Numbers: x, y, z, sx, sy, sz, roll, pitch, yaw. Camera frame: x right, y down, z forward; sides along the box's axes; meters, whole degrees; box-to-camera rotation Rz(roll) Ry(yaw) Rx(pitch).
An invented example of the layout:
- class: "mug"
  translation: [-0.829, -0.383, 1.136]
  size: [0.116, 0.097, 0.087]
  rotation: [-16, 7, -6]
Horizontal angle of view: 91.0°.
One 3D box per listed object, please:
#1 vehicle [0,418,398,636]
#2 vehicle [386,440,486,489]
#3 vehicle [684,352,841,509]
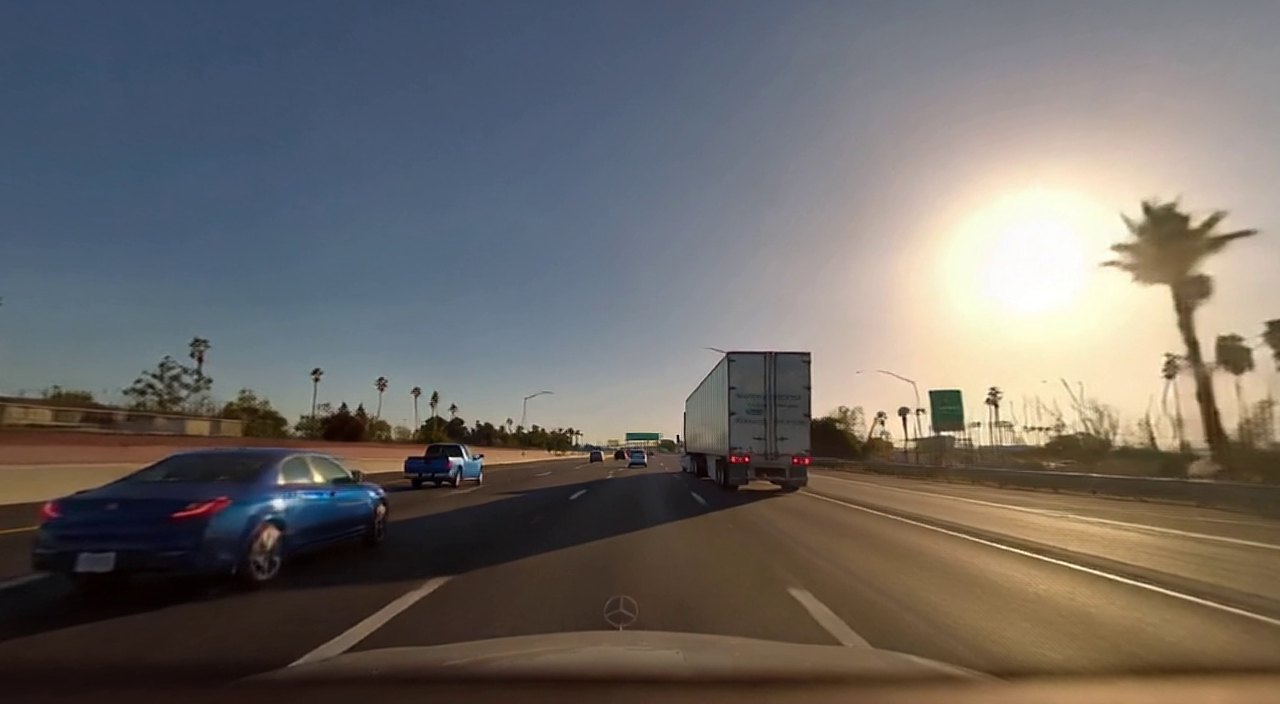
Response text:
- class: "vehicle"
  translation: [-4.448, 1.557, 6.606]
  size: [2.120, 1.537, 4.139]
  rotation: [0, -9, 0]
- class: "vehicle"
  translation: [-7.885, 4.371, 24.928]
  size: [2.264, 1.728, 4.940]
  rotation: [0, -9, 1]
- class: "vehicle"
  translation: [3.748, 3.256, 24.715]
  size: [2.891, 4.123, 16.415]
  rotation: [0, -9, 0]
